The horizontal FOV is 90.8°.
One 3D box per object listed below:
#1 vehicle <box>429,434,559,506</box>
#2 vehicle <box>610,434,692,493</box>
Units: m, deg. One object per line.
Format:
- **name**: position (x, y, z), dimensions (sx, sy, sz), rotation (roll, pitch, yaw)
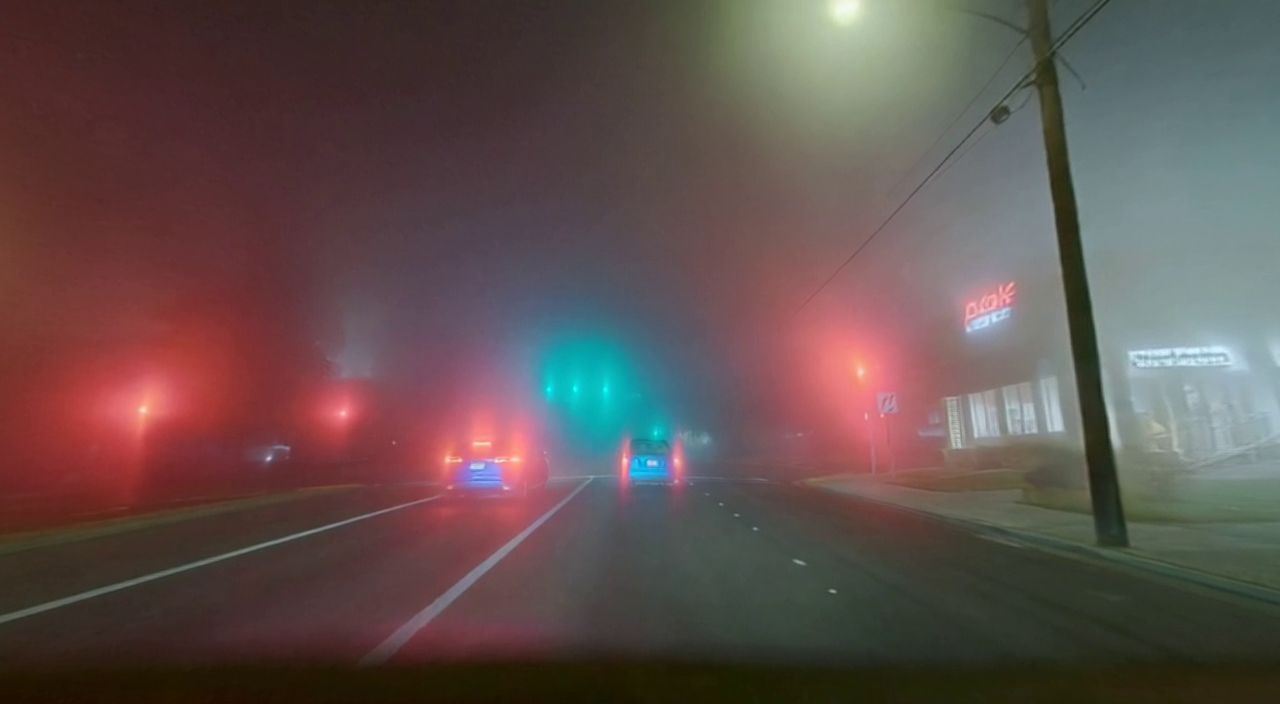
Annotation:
- **vehicle**: position (-3.286, 2.749, 15.185), dimensions (2.032, 1.467, 4.411), rotation (0, -8, 1)
- **vehicle**: position (0.268, 3.122, 18.008), dimensions (2.059, 1.456, 4.047), rotation (0, -8, 0)
